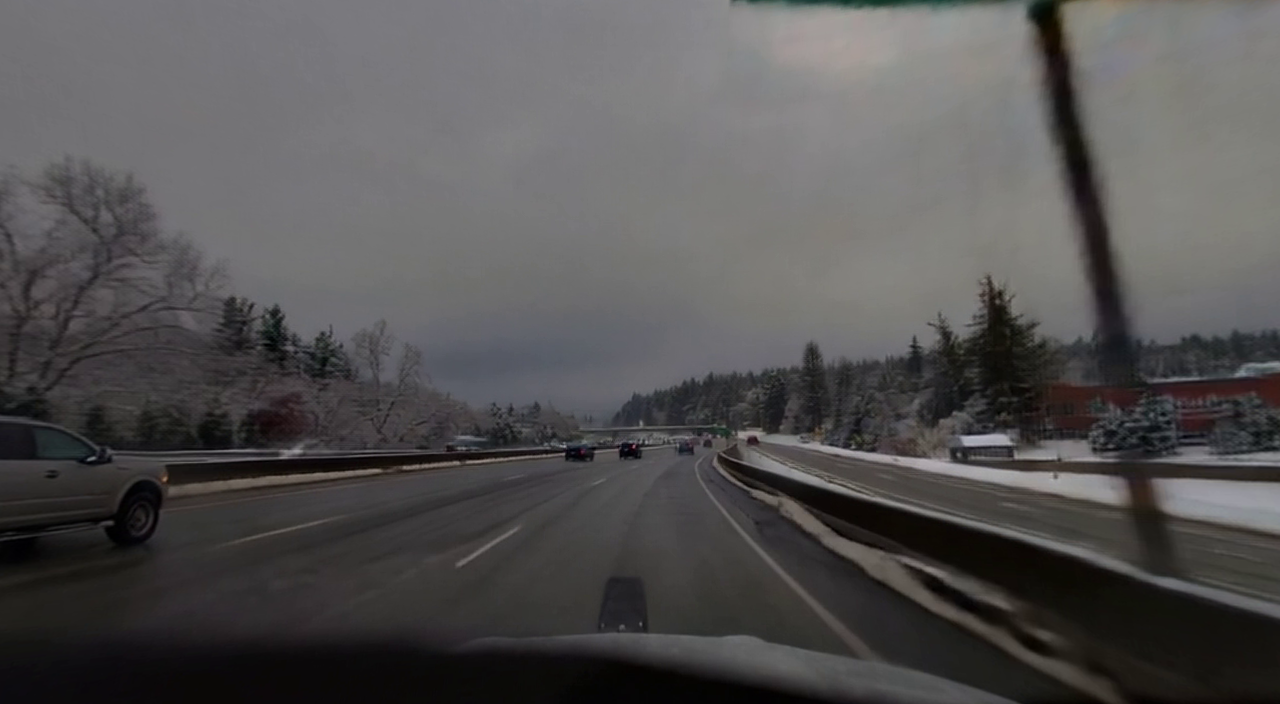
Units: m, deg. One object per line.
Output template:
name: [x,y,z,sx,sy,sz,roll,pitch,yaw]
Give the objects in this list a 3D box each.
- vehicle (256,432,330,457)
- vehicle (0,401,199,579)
vehicle: [-21.776,5.880,39.807,1.830,1.440,4.476,0,-10,5]
vehicle: [-6.891,1.264,5.863,1.923,1.630,4.857,1,-9,2]
